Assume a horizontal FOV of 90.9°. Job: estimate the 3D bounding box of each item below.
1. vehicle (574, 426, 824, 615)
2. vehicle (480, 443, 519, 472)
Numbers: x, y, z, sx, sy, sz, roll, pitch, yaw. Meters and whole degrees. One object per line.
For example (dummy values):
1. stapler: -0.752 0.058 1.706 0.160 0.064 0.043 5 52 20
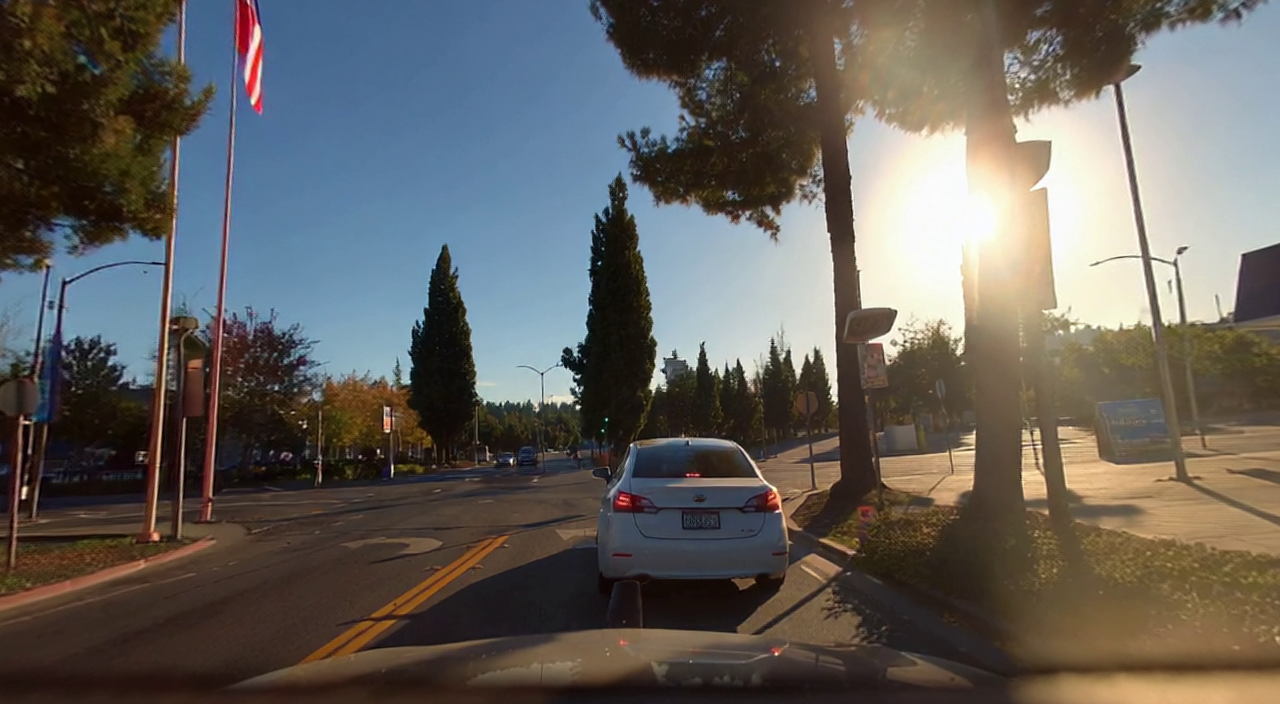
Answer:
1. vehicle: 0.378 1.621 6.897 1.985 1.463 3.647 0 -9 -3
2. vehicle: -10.058 7.590 45.343 2.212 1.948 4.537 0 -9 -6
